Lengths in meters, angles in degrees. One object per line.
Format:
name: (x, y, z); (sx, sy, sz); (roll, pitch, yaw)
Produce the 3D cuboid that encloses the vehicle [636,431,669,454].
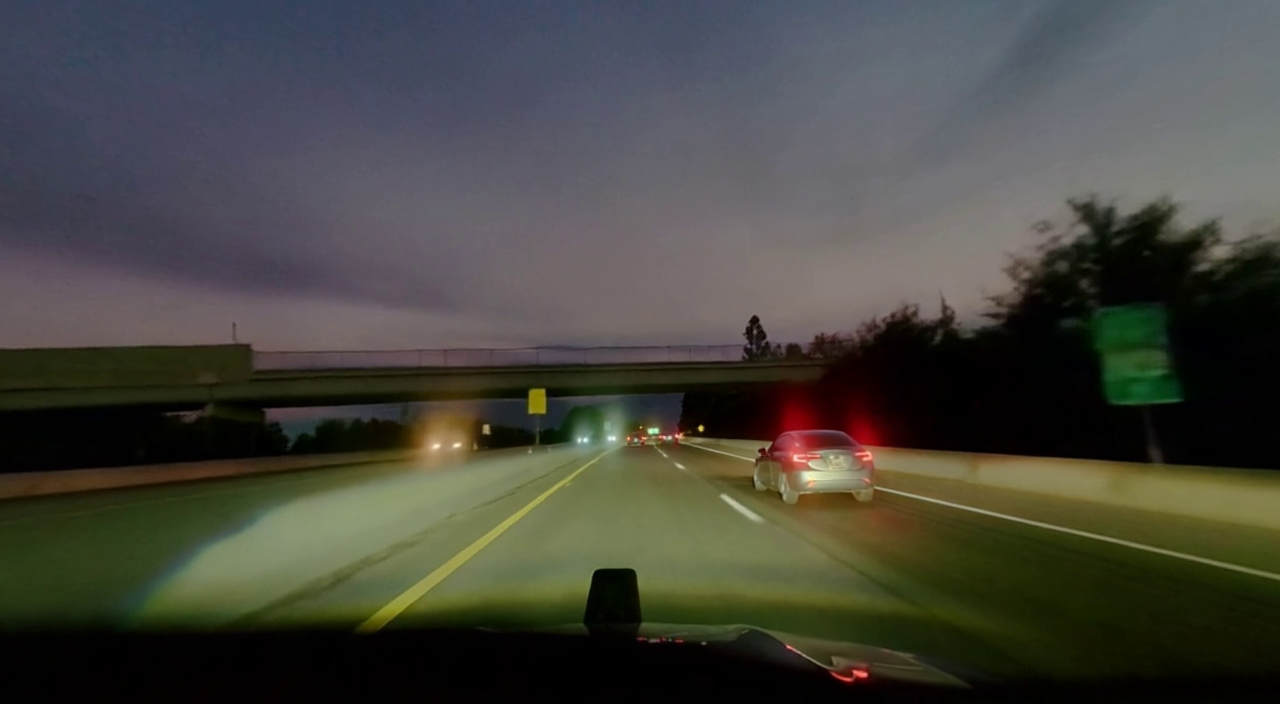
vehicle: (0.810, 6.045, 42.167); (1.981, 1.490, 3.449); (0, -8, -3)
